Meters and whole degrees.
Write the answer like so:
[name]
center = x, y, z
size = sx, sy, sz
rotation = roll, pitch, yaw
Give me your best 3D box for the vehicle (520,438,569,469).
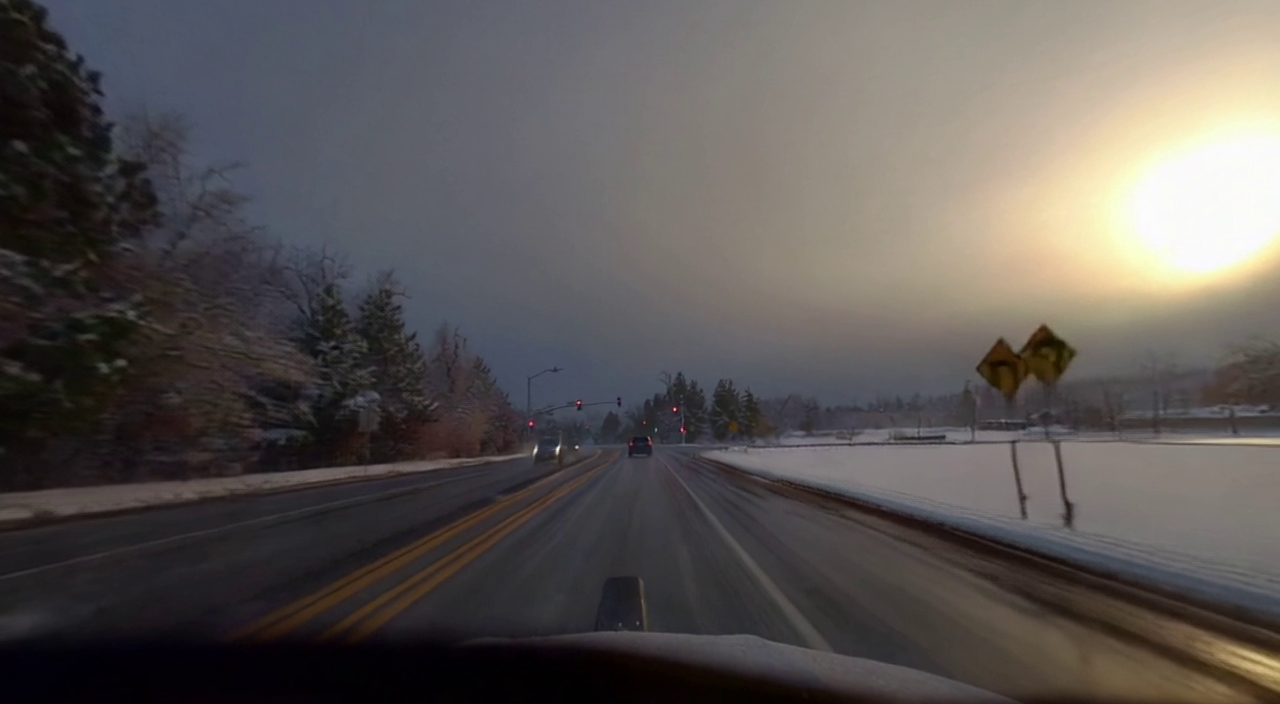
[vehicle]
center = -5.703, 6.129, 38.405
size = 2.347, 1.720, 4.687
rotation = -1, -8, -1
